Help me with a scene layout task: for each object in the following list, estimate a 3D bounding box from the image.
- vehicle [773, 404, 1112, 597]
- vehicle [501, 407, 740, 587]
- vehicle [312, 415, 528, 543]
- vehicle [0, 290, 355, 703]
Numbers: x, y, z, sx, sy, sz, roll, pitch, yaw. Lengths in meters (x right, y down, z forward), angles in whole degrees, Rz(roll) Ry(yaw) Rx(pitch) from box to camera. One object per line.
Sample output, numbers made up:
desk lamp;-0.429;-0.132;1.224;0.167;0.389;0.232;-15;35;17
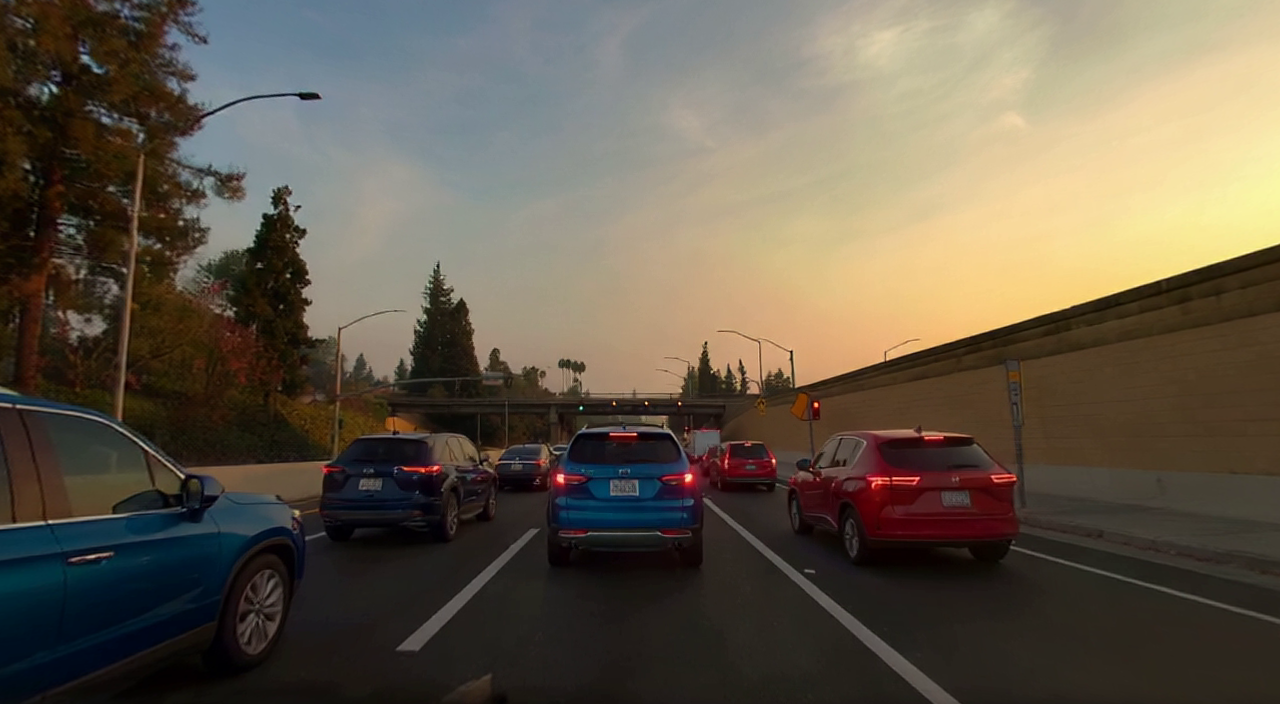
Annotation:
vehicle;3.148;1.631;7.802;2.029;1.702;4.281;0;-8;0
vehicle;-0.150;1.655;7.952;2.245;1.677;3.913;0;-8;1
vehicle;-3.483;2.109;11.154;2.067;1.759;4.631;0;-8;1
vehicle;-3.511;0.829;3.120;2.070;1.913;4.450;0;-8;0
